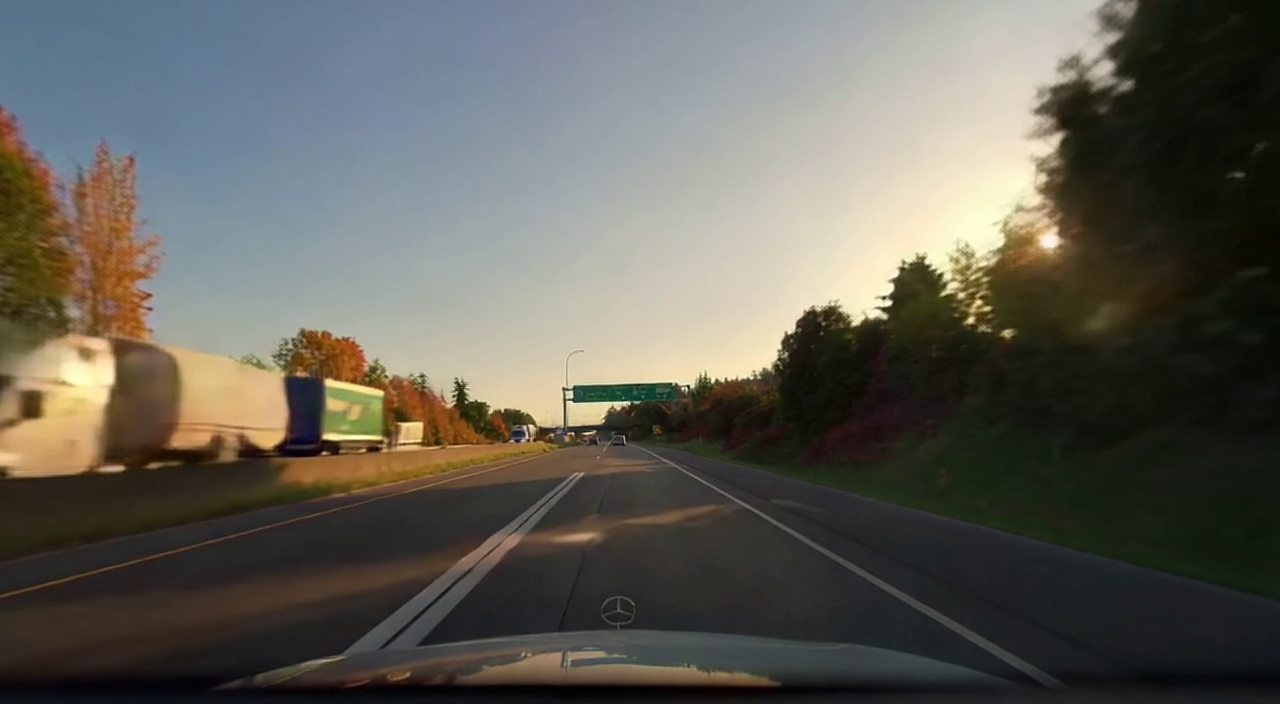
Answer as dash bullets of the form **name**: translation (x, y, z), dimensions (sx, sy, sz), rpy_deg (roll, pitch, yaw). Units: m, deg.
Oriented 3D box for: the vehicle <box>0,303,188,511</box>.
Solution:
- **vehicle**: translation (-13.428, 1.264, 13.524), dimensions (2.967, 3.842, 5.829), rpy_deg (0, -8, 0)
